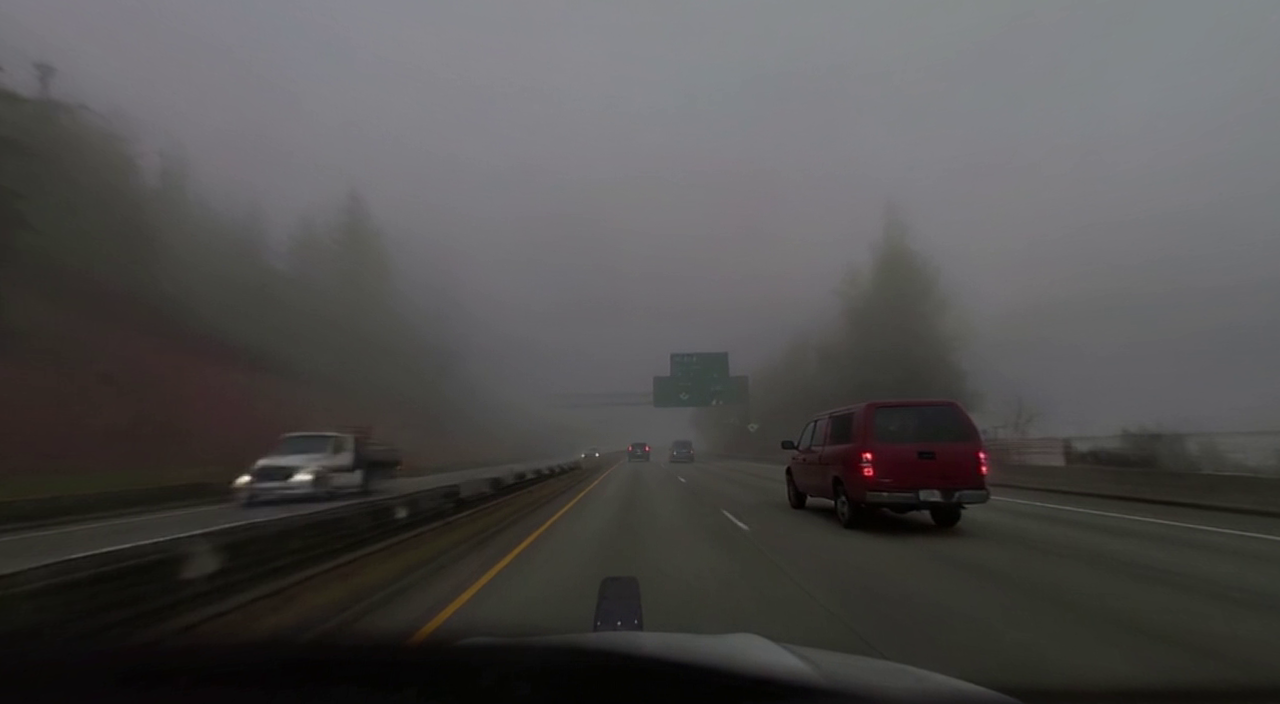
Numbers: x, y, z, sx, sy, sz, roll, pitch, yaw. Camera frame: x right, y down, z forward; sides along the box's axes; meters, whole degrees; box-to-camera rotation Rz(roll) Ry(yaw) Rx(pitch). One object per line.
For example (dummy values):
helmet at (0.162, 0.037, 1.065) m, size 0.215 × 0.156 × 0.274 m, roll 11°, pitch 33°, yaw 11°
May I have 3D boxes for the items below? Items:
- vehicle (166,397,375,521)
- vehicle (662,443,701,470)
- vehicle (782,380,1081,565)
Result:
vehicle at (-11.025, 3.276, 19.697) m, size 2.562 × 3.204 × 6.384 m, roll 0°, pitch -9°, yaw 0°
vehicle at (2.656, 6.826, 41.148) m, size 2.123 × 1.620 × 4.959 m, roll 0°, pitch -9°, yaw -1°
vehicle at (3.687, 1.650, 9.183) m, size 1.981 × 1.984 × 4.623 m, roll 0°, pitch -9°, yaw -2°
